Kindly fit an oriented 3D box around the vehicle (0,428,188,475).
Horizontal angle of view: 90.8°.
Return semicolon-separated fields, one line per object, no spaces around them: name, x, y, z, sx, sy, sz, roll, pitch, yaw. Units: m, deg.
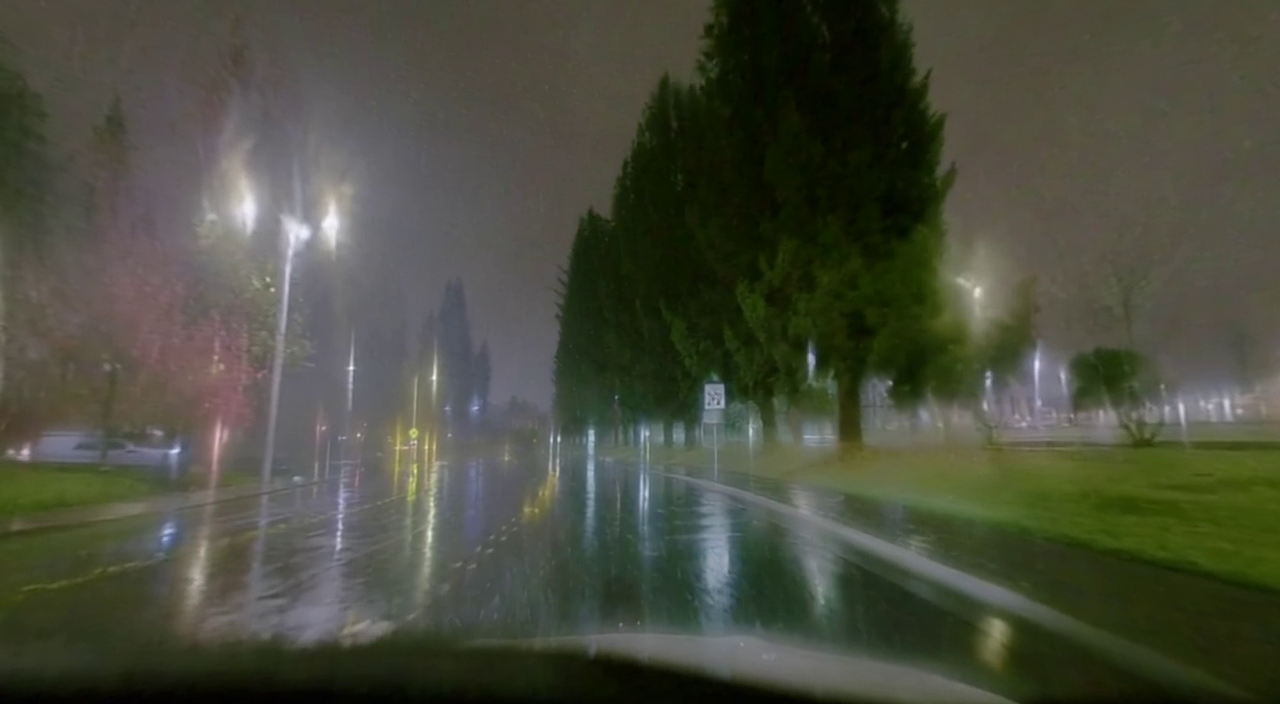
vehicle;-21.889;3.974;25.314;5.613;1.775;2.357;0;-9;-5
